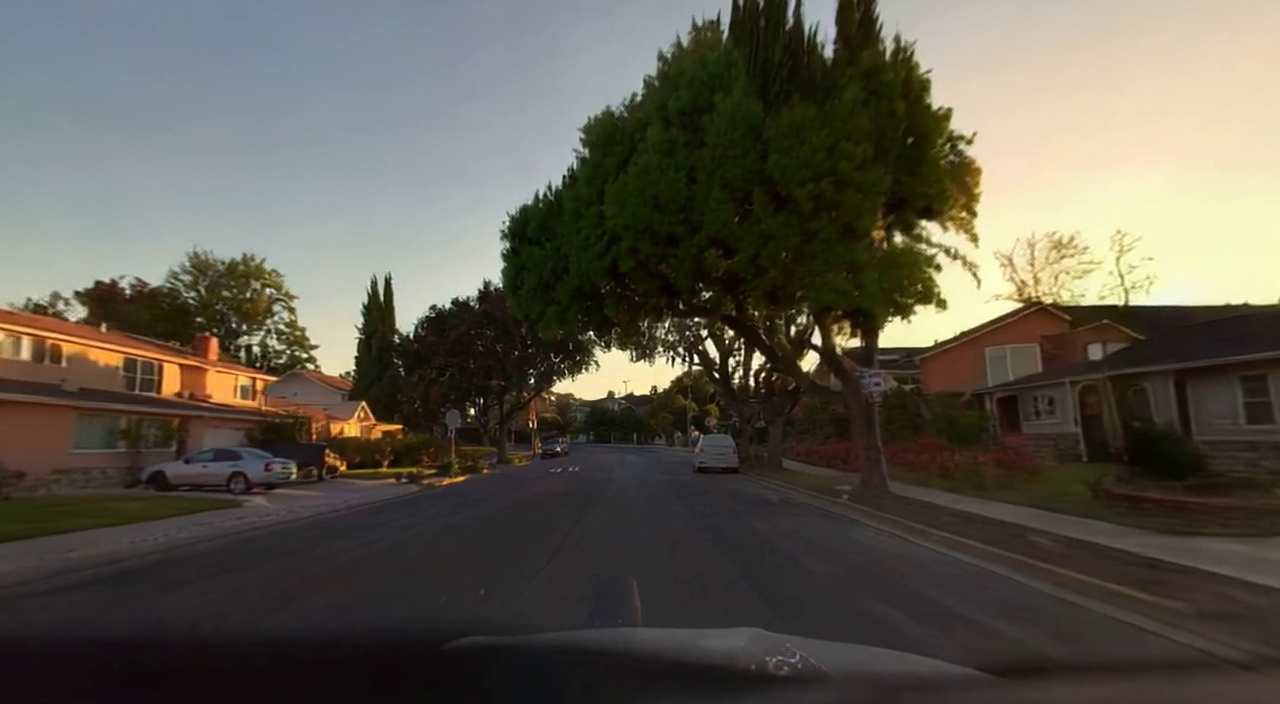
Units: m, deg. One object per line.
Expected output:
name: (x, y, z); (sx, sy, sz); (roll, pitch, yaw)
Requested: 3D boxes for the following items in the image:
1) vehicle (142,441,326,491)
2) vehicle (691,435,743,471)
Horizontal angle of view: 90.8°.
vehicle: (-13.110, 3.697, 20.670); (4.572, 1.522, 1.999); (0, -9, -3)
vehicle: (3.447, 4.597, 28.907); (1.975, 1.528, 4.000); (0, -9, 1)
